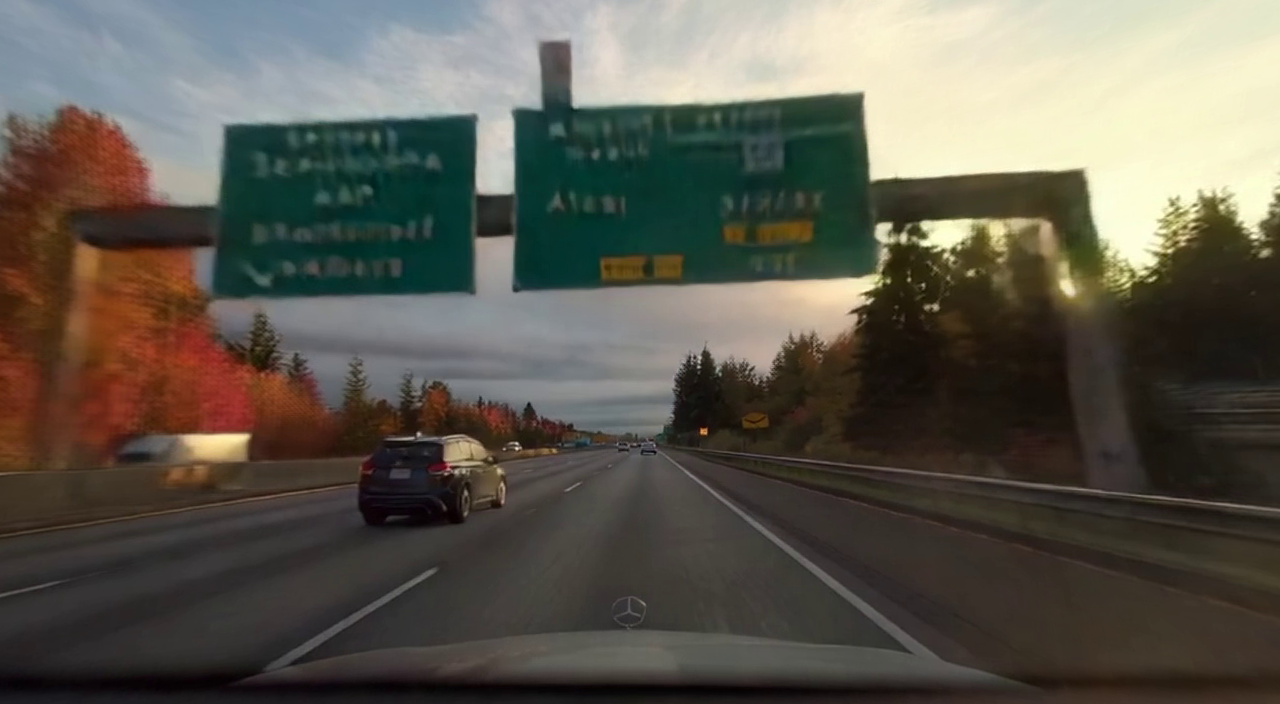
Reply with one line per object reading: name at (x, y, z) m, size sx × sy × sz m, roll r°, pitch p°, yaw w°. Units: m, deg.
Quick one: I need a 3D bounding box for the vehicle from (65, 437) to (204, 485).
vehicle at (-20.005, 4.301, 25.190) m, size 1.932 × 1.711 × 4.286 m, roll 0°, pitch -8°, yaw 0°

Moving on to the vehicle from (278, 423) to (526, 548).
vehicle at (-3.472, 2.041, 10.443) m, size 2.061 × 1.572 × 4.814 m, roll 0°, pitch -8°, yaw 2°
